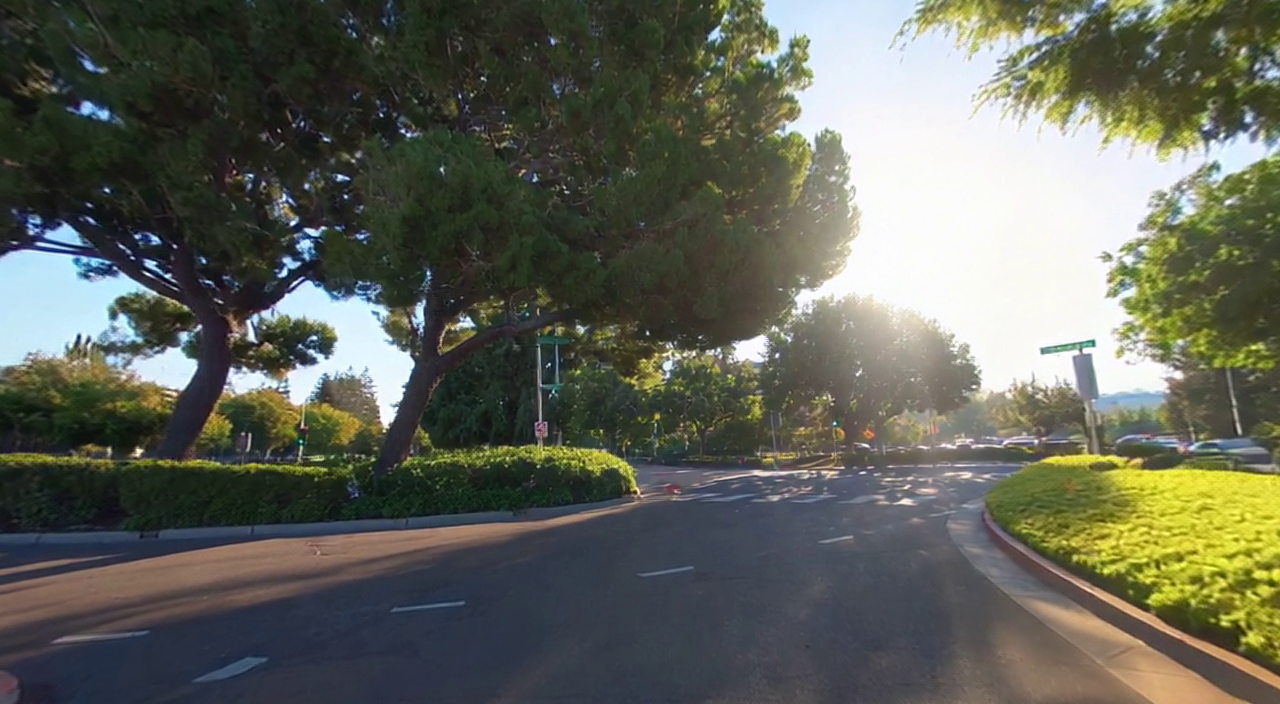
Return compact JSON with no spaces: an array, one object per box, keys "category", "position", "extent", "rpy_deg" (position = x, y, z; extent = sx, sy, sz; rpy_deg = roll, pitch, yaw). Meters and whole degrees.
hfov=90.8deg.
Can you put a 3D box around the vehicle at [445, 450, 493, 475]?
[{"category":"vehicle","position":[-12.714,8.151,46.806],"extent":[2.019,1.672,4.490],"rpy_deg":[5,-10,-35]}]
